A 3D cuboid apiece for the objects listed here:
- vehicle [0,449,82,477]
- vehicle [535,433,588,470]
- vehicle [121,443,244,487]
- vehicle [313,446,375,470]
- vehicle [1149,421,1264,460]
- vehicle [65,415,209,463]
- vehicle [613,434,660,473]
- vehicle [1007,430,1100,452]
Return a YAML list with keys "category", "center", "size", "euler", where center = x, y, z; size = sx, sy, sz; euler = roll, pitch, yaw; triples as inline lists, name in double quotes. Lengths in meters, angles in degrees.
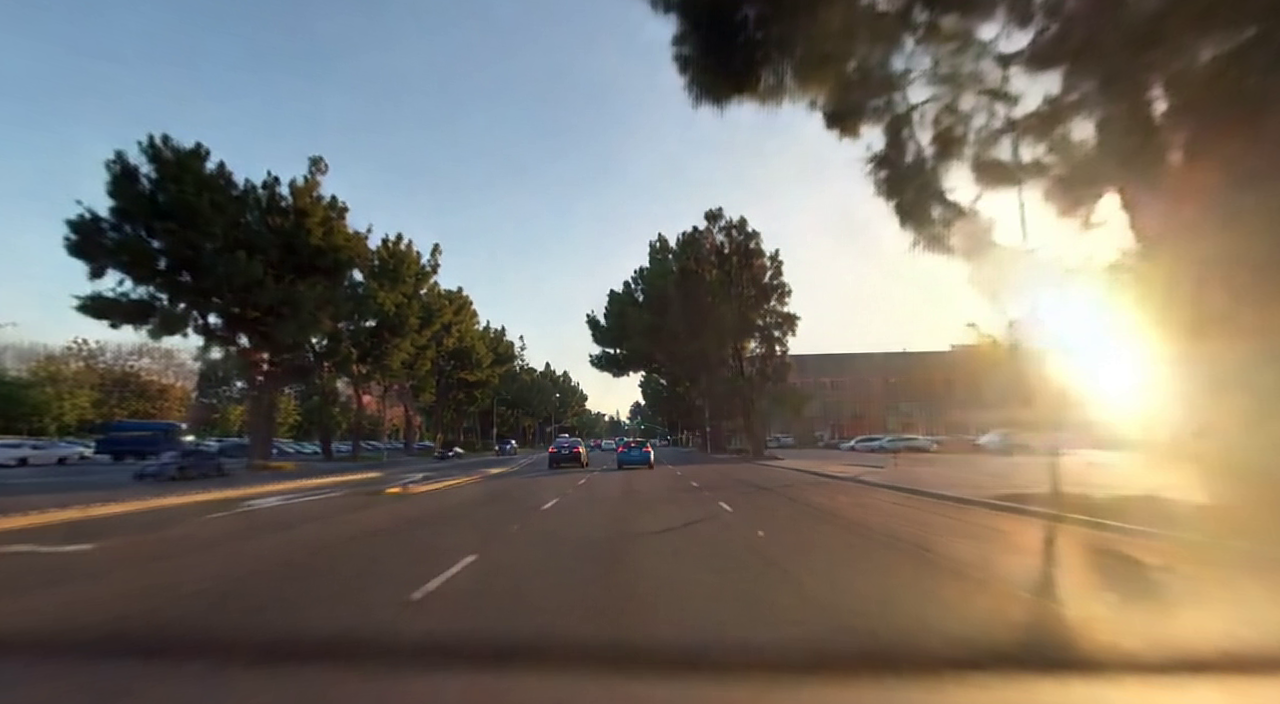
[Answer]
- category: "vehicle"
  center: [-34.436, 6.326, 35.716]
  size: [3.654, 1.375, 1.779]
  euler: [-1, -6, 0]
- category: "vehicle"
  center: [-3.926, 5.045, 32.014]
  size: [2.113, 1.713, 4.422]
  euler: [0, -8, 0]
- category: "vehicle"
  center: [-19.448, 4.782, 26.992]
  size: [1.946, 1.725, 4.508]
  euler: [0, -8, -1]
- category: "vehicle"
  center: [-19.970, 7.150, 42.551]
  size: [1.994, 1.475, 4.521]
  euler: [0, -8, 0]
- category: "vehicle"
  center: [31.317, 4.904, 34.806]
  size: [4.175, 2.084, 2.155]
  euler: [0, -9, 1]
- category: "vehicle"
  center: [-35.158, 6.133, 44.110]
  size: [7.444, 3.245, 2.697]
  euler: [0, -8, -2]
- category: "vehicle"
  center: [-0.159, 4.683, 29.186]
  size: [2.042, 1.641, 4.187]
  euler: [0, -8, 0]
- category: "vehicle"
  center: [29.891, 6.449, 45.503]
  size: [5.212, 1.538, 2.086]
  euler: [0, -8, 1]
